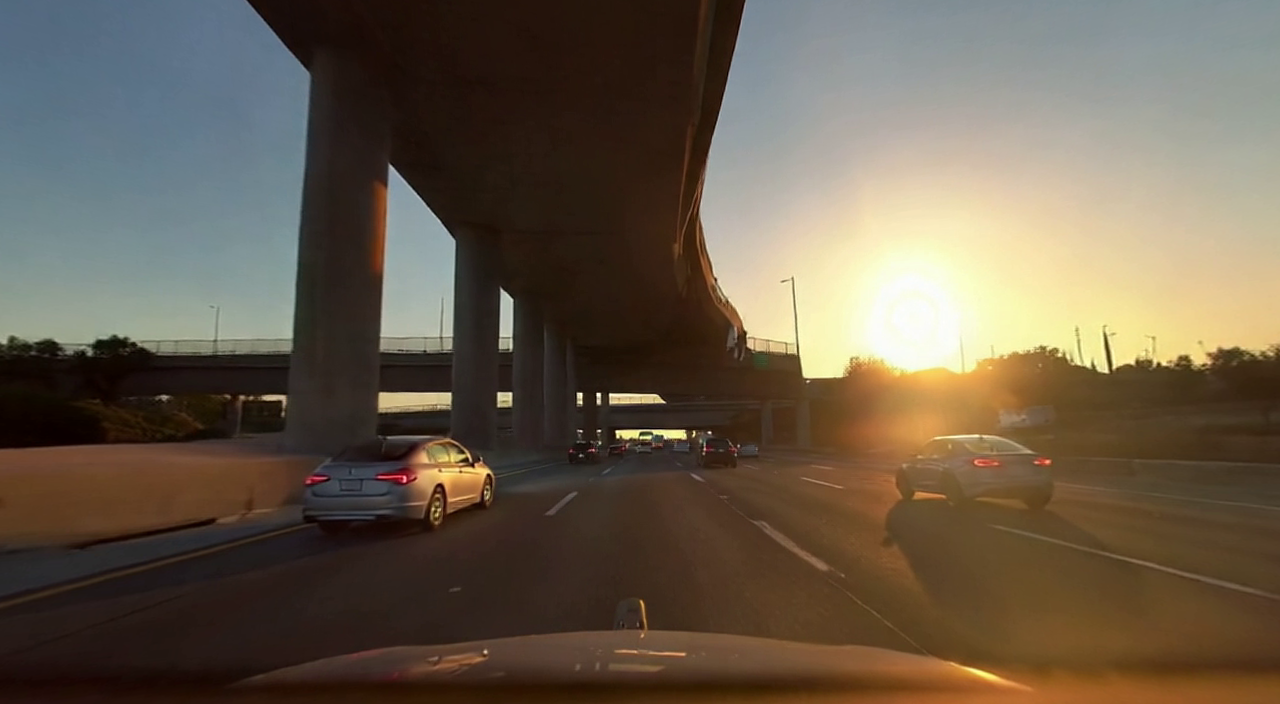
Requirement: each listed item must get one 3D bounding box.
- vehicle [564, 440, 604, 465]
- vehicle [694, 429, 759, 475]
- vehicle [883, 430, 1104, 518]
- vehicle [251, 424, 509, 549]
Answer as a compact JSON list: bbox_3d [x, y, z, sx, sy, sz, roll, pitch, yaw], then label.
[{"bbox_3d":[-3.529,6.456,40.633,2.047,1.464,4.387,0,-8,1],"label":"vehicle"},{"bbox_3d":[3.536,4.195,26.615,2.072,1.761,4.242,0,-8,0],"label":"vehicle"},{"bbox_3d":[6.812,2.389,12.866,1.989,1.472,4.322,0,-8,0],"label":"vehicle"},{"bbox_3d":[-3.614,1.965,9.960,1.997,1.476,4.703,0,-8,1],"label":"vehicle"}]
